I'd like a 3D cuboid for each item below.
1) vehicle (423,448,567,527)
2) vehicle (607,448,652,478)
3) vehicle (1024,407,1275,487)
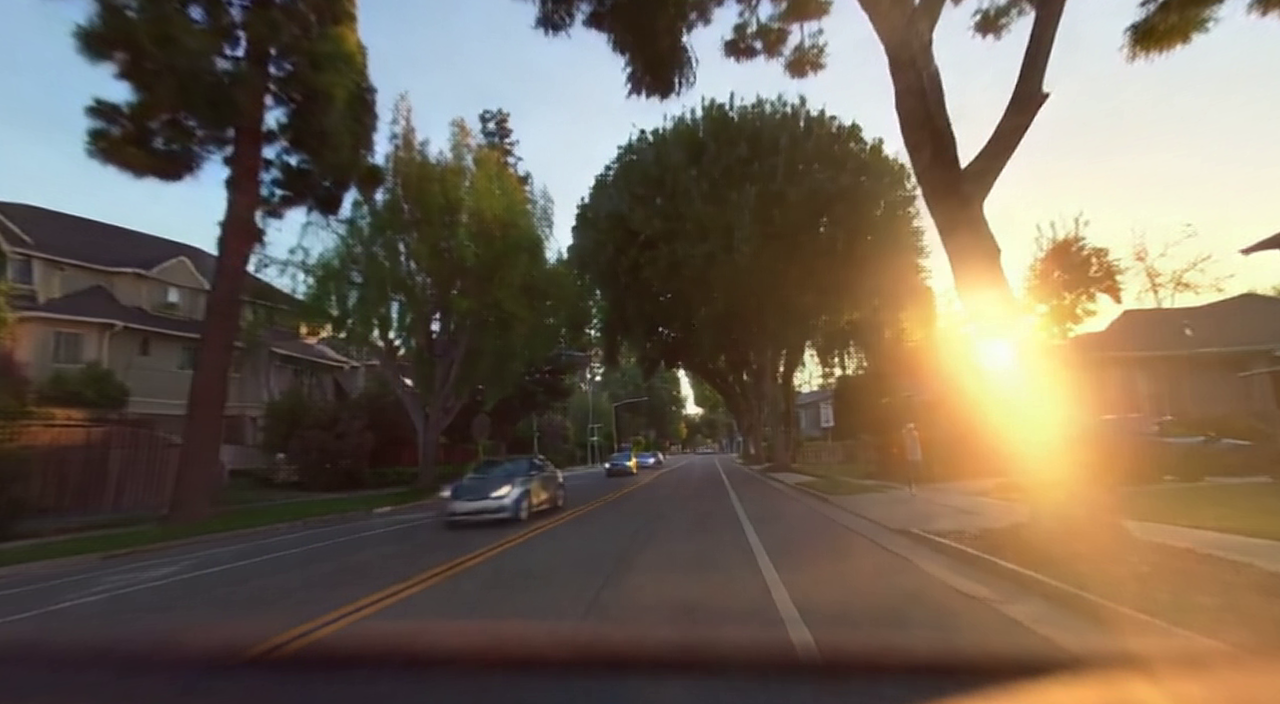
[{"bbox_3d":[-3.130,3.014,14.659,1.906,1.498,4.222,-1,-8,7],"label":"vehicle"},{"bbox_3d":[-0.572,6.763,38.771,2.167,1.691,4.755,-1,-8,7],"label":"vehicle"},{"bbox_3d":[13.291,2.504,16.771,4.665,1.944,2.092,0,-8,5],"label":"vehicle"}]
